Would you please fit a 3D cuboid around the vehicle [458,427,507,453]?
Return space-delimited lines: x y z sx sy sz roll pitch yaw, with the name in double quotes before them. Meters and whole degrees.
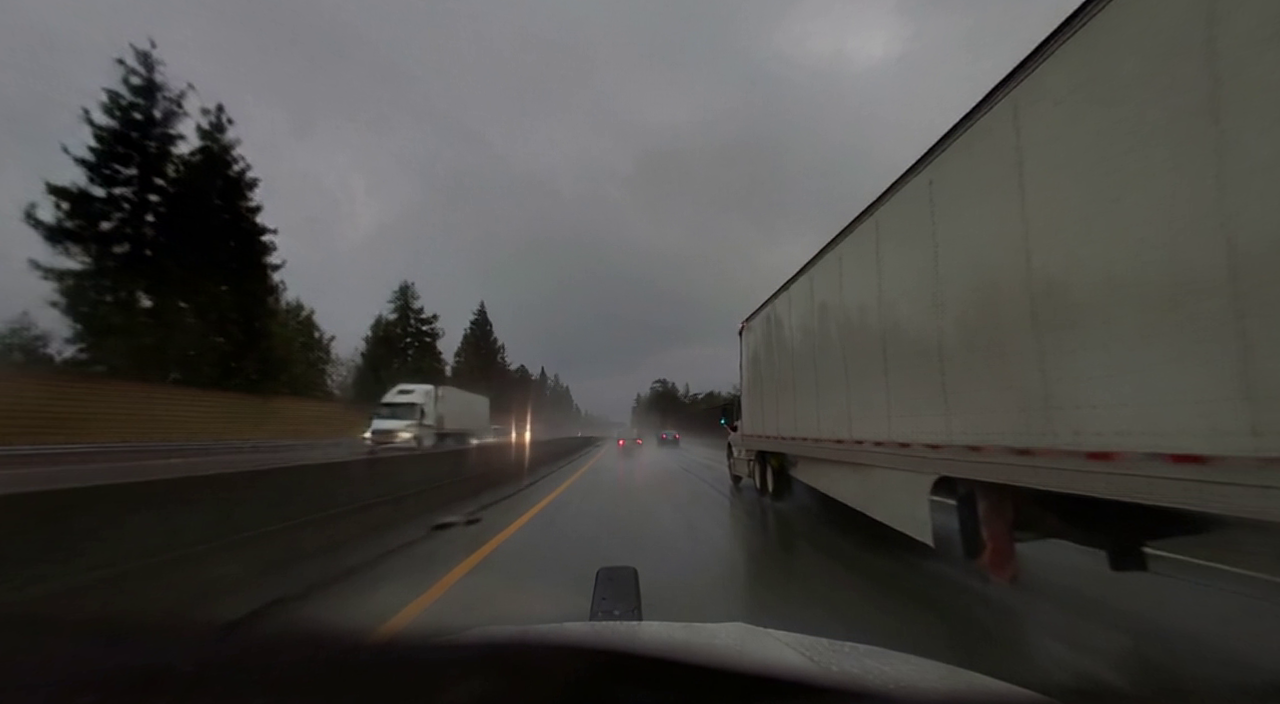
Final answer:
"vehicle" -9.475 5.340 38.272 1.906 1.499 4.537 0 -8 -1

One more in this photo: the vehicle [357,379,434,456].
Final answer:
"vehicle" -13.054 3.553 33.889 2.996 3.936 2.677 0 -8 -1

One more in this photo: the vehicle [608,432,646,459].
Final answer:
"vehicle" -0.767 5.577 37.761 2.119 1.480 4.000 0 -8 -1

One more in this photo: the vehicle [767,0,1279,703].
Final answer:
"vehicle" 4.252 0.060 5.883 2.953 4.045 13.843 0 -8 -1
